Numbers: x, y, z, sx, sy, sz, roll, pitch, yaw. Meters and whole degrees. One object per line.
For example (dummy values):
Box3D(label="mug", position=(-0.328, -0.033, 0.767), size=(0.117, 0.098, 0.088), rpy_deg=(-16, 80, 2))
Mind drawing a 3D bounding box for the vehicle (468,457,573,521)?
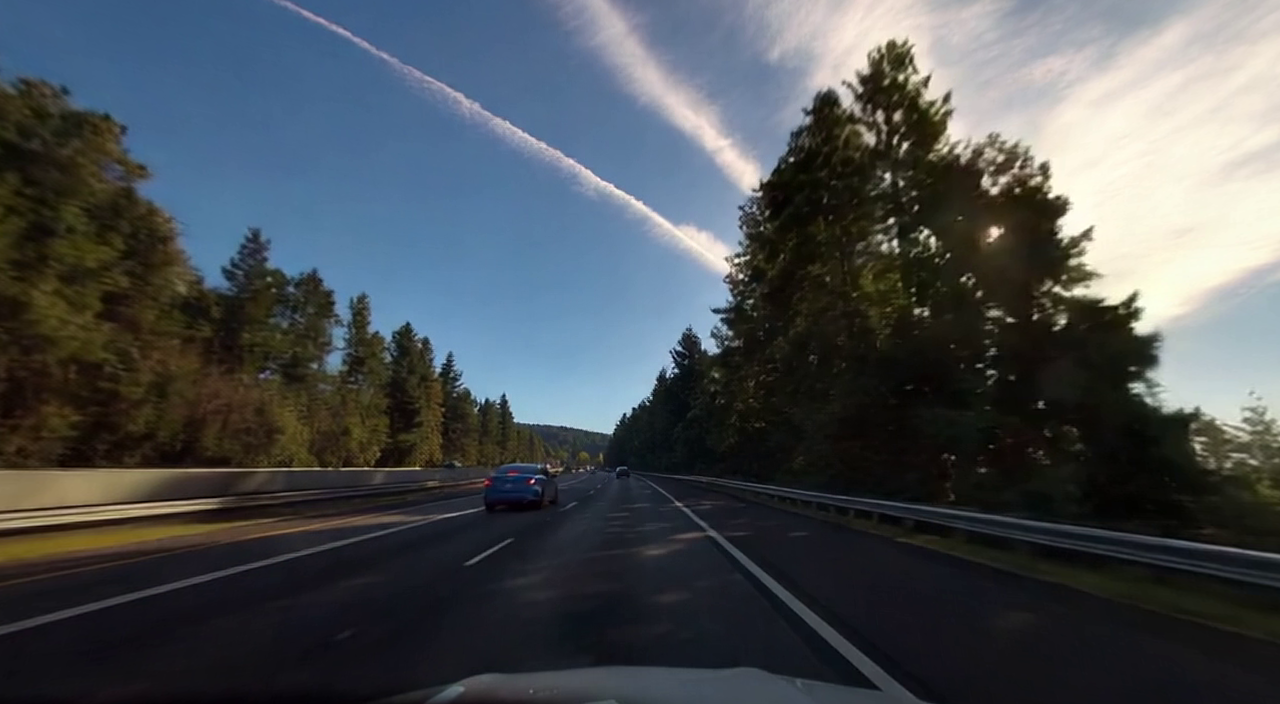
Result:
Box3D(label="vehicle", position=(-3.030, 3.606, 16.857), size=(2.040, 1.465, 3.744), rpy_deg=(1, -11, 0))
